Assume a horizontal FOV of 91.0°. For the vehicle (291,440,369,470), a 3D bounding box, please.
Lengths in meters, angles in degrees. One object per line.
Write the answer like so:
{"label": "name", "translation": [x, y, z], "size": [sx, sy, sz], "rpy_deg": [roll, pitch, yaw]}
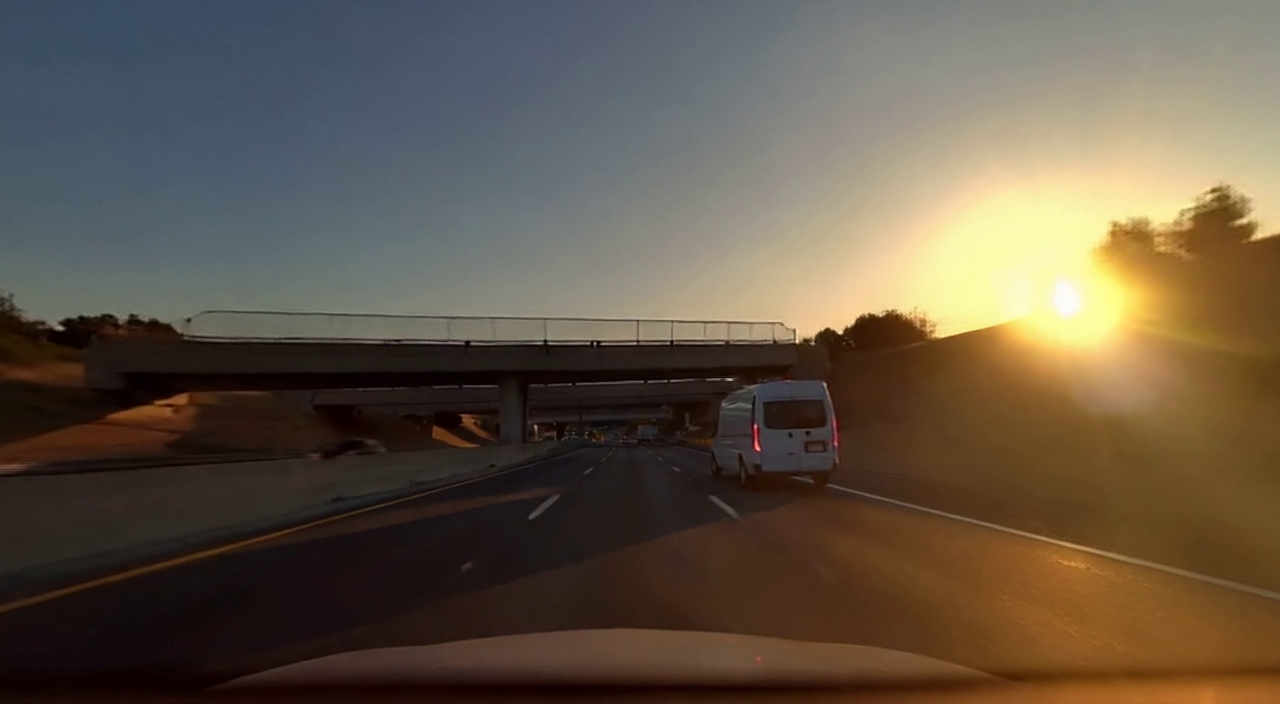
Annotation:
{"label": "vehicle", "translation": [-16.052, 5.322, 32.848], "size": [1.921, 1.433, 4.304], "rpy_deg": [0, -8, -1]}

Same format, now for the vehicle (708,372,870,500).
{"label": "vehicle", "translation": [3.508, 2.252, 16.770], "size": [2.431, 2.667, 6.921], "rpy_deg": [0, -8, -1]}
